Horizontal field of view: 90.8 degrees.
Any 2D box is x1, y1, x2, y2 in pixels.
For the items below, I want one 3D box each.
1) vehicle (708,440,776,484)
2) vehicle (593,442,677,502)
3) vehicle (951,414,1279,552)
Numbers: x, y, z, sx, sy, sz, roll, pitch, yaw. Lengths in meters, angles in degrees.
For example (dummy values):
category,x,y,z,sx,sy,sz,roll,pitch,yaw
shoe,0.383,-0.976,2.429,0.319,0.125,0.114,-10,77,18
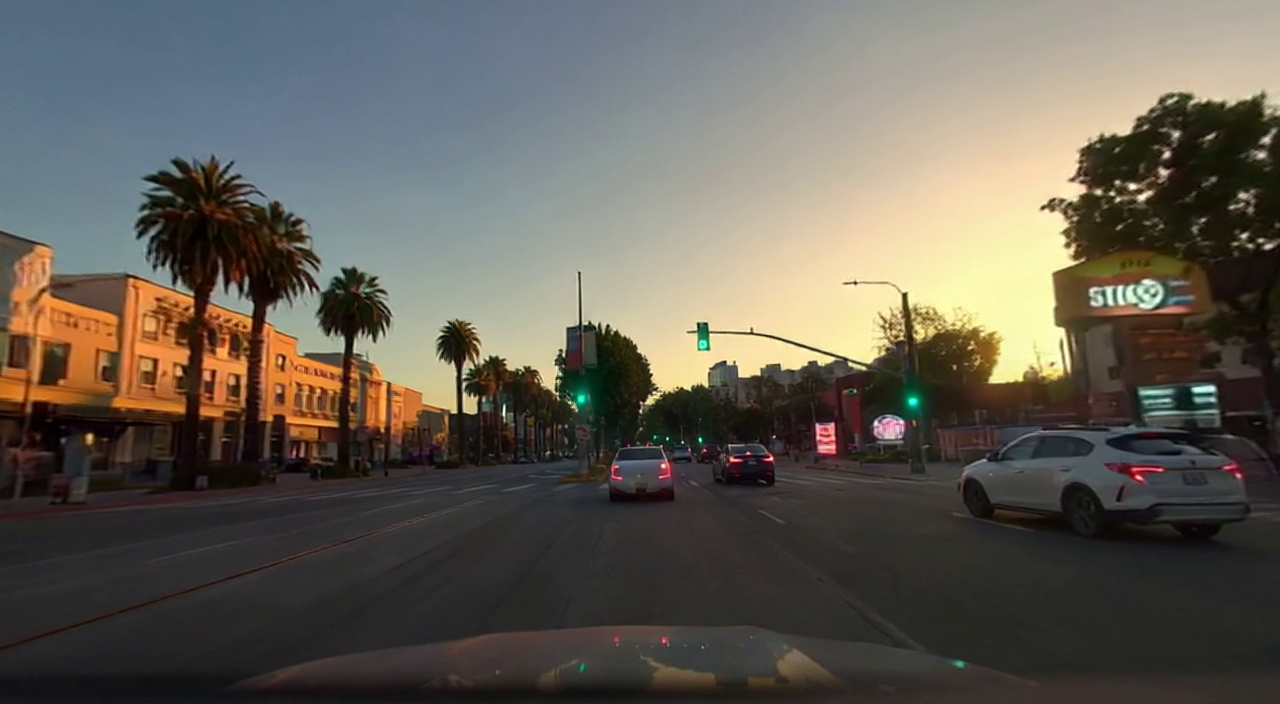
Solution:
category,x,y,z,sx,sy,sz,roll,pitch,yaw
vehicle,3.883,4.259,24.748,1.892,1.532,4.177,0,-8,-1
vehicle,-0.133,3.299,17.853,2.110,1.487,3.873,0,-8,0
vehicle,6.901,1.903,9.837,1.940,1.674,4.085,0,-8,-1
